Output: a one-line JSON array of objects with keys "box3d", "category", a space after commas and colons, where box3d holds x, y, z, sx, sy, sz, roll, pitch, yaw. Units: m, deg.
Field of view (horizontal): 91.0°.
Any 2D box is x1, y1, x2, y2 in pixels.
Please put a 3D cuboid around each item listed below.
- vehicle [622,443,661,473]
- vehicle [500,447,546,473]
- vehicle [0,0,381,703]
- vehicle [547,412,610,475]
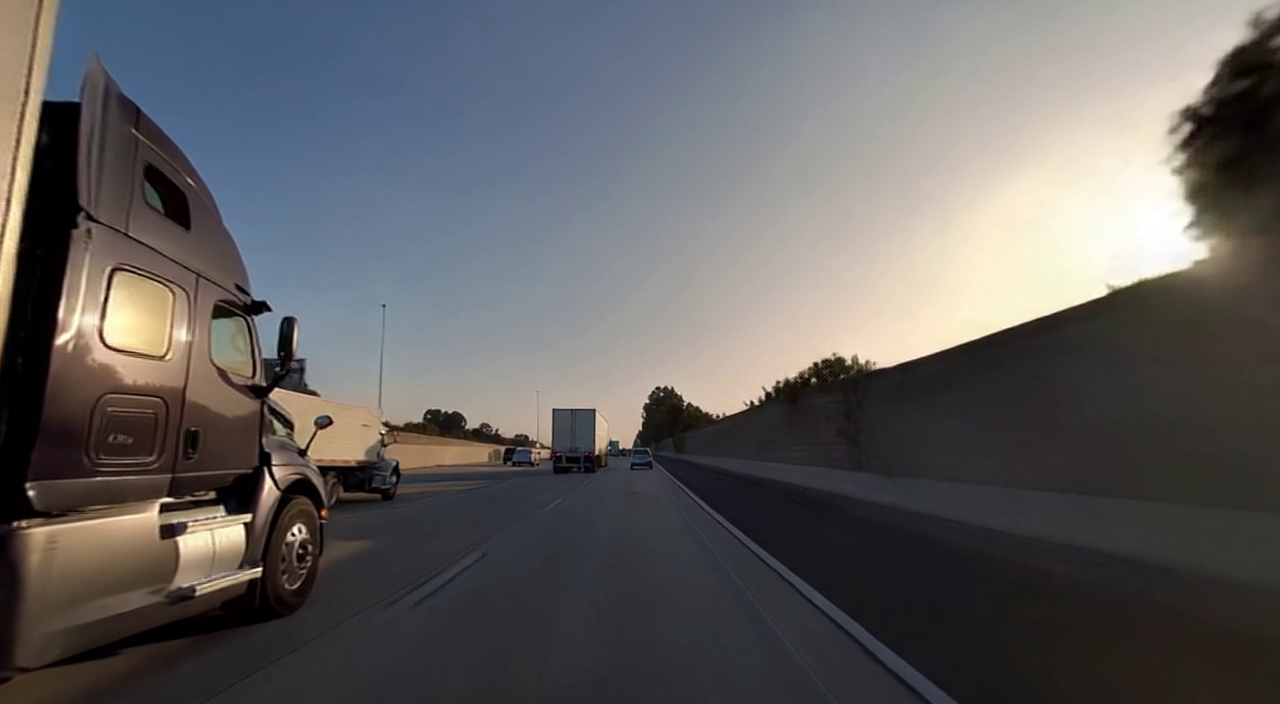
[{"box3d": [0.100, 6.221, 37.286, 2.178, 1.640, 4.071, -1, -9, 1], "category": "vehicle"}, {"box3d": [-7.195, 6.671, 39.090, 1.962, 1.489, 4.002, -1, -9, 1], "category": "vehicle"}, {"box3d": [-3.695, -0.080, 0.300, 3.025, 3.266, 9.256, -1, -9, 1], "category": "vehicle"}, {"box3d": [-3.555, 5.666, 38.811, 2.956, 3.331, 9.575, 0, -9, 0], "category": "vehicle"}]
